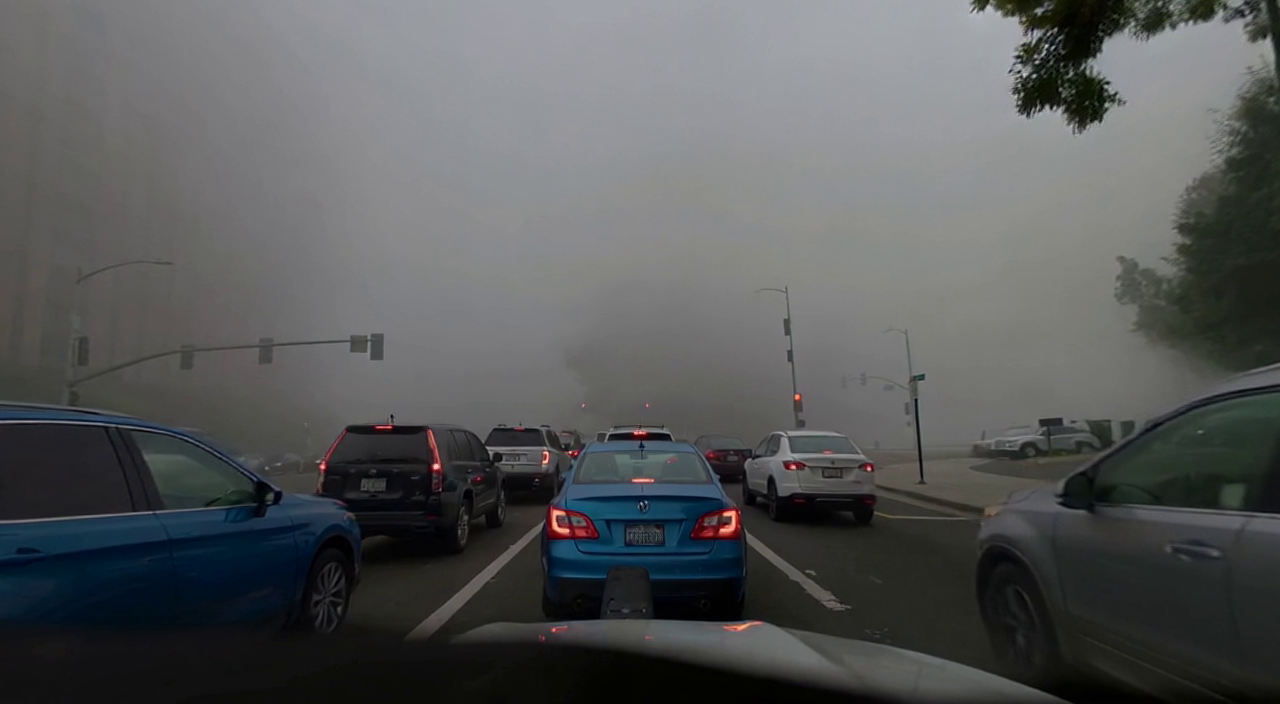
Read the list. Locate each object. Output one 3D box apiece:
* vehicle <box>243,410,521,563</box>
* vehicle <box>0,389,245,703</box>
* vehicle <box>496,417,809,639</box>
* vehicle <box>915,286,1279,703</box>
[{"bbox_3d":[-3.374,1.872,9.501,2.168,1.719,4.561,-1,-9,1],"label":"vehicle"},{"bbox_3d":[-3.392,0.747,1.241,2.144,1.505,4.635,-1,-9,1],"label":"vehicle"},{"bbox_3d":[0.082,1.511,6.387,2.147,1.507,3.953,0,-8,0],"label":"vehicle"},{"bbox_3d":[3.055,0.737,2.281,2.108,1.785,4.334,0,-9,0],"label":"vehicle"}]
